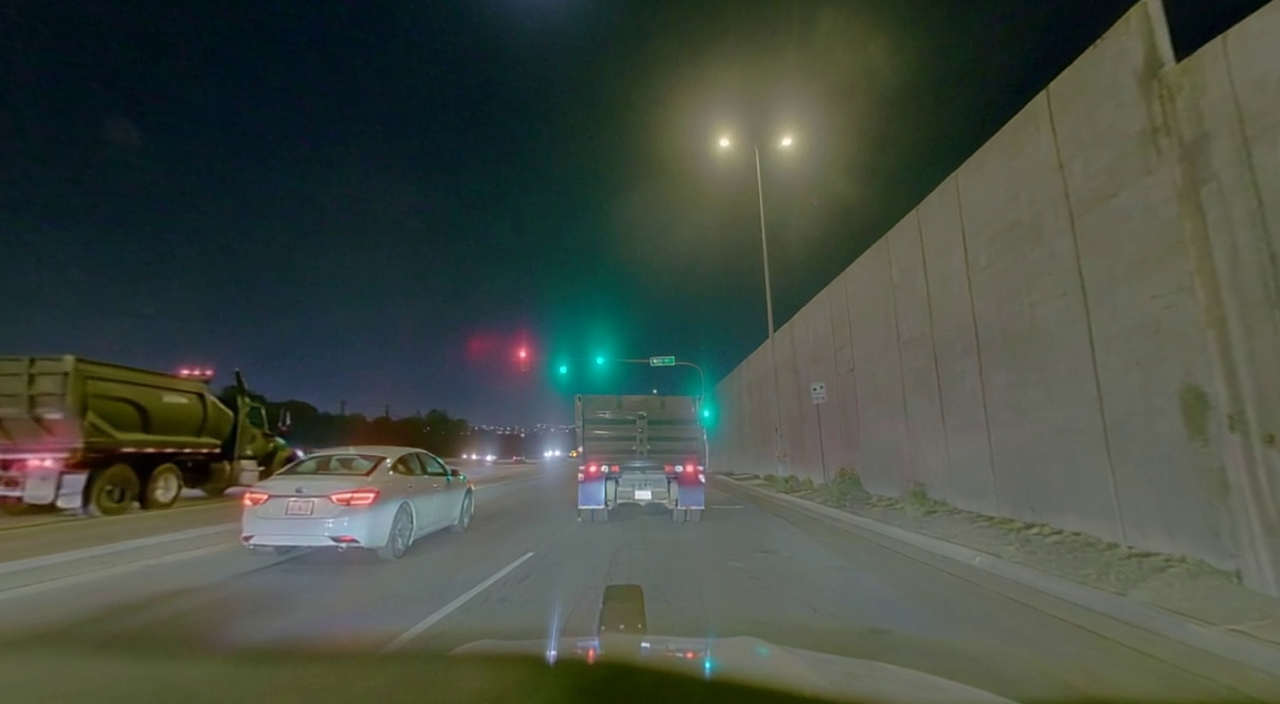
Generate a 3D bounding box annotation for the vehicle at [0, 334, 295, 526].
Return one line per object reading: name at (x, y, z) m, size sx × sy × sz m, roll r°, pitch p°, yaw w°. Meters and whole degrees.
vehicle at (-13.425, 2.184, 17.055) m, size 3.016 × 3.847 × 8.707 m, roll 0°, pitch -8°, yaw 1°

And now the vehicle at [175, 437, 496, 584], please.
vehicle at (-3.703, 1.998, 8.999) m, size 2.019 × 1.480 × 4.966 m, roll 0°, pitch -8°, yaw 1°

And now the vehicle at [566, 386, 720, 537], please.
vehicle at (0.071, 2.084, 12.471) m, size 2.355 × 2.305 × 5.336 m, roll 0°, pitch -8°, yaw 1°
